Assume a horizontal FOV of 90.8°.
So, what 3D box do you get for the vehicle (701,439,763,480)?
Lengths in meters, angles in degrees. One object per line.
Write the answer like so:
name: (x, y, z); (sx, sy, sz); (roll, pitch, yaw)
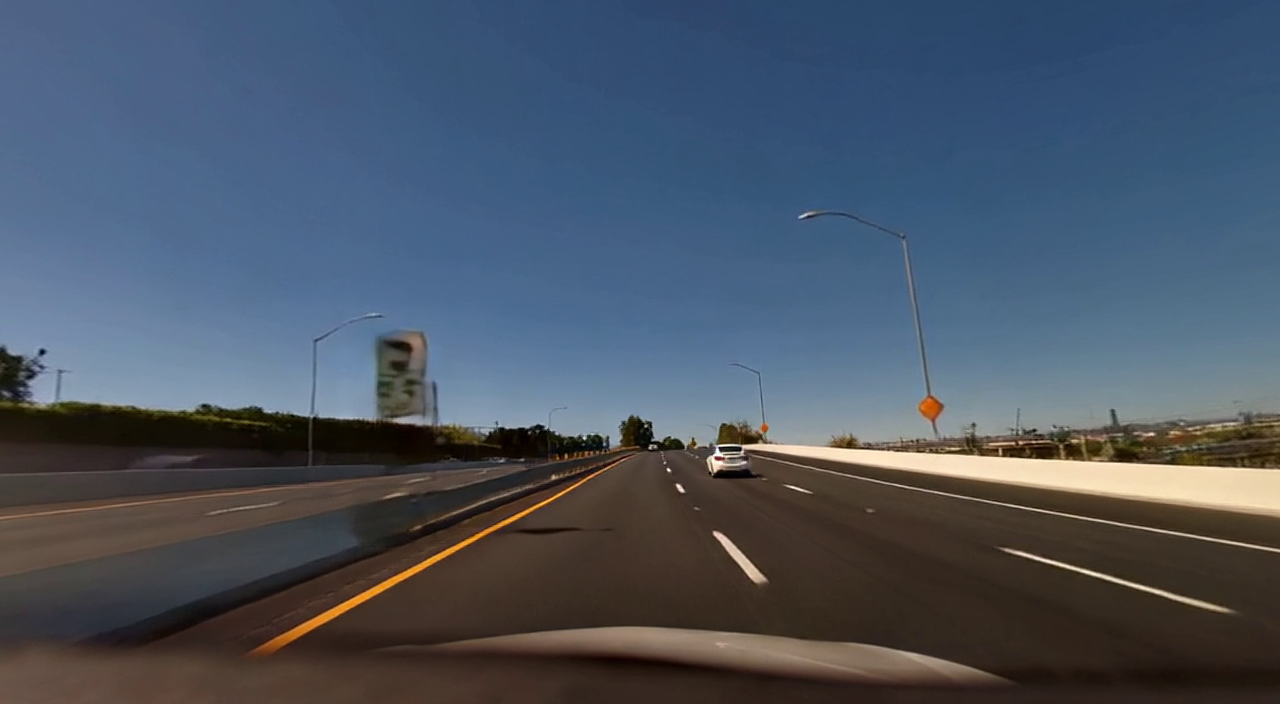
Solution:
vehicle: (3.631, 4.305, 25.579); (1.874, 1.506, 4.116); (0, -8, 0)
